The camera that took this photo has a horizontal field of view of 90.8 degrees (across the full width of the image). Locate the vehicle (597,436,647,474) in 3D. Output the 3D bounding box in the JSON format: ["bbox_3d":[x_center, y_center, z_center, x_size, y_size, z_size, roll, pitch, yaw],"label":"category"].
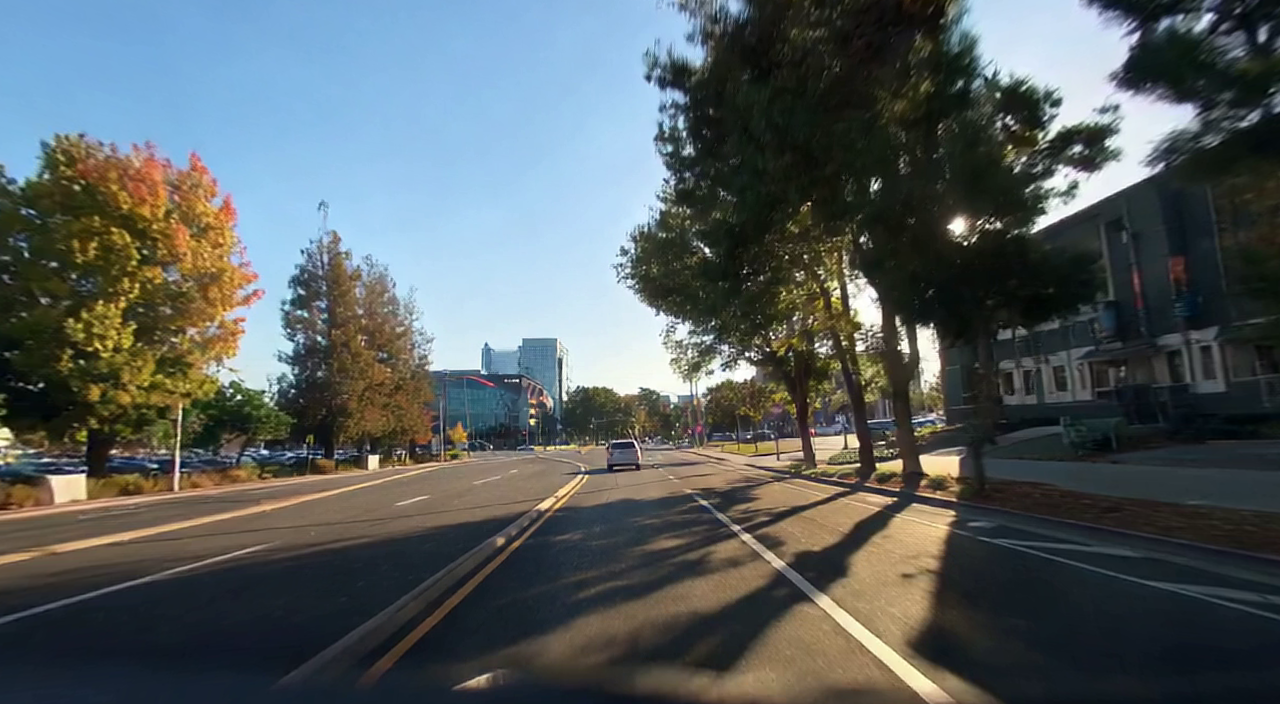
[{"bbox_3d":[-0.875,4.846,29.985,2.181,1.639,4.127,0,-9,-2],"label":"vehicle"}]
